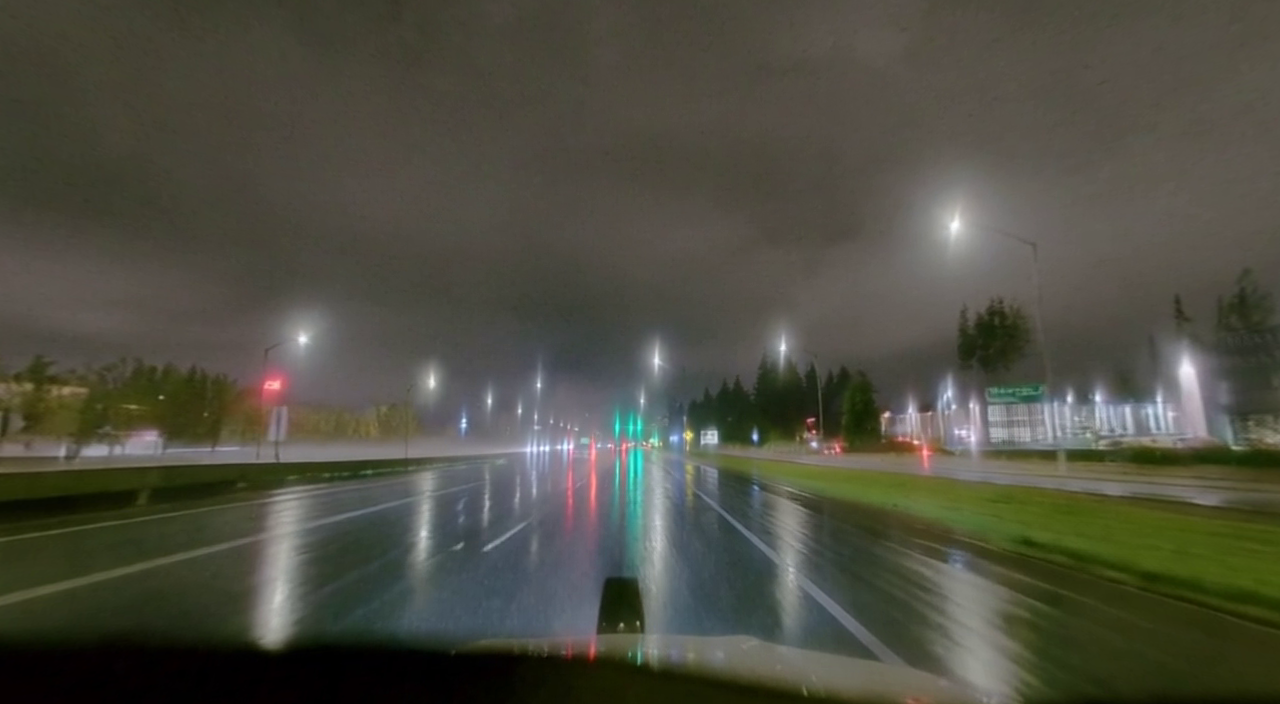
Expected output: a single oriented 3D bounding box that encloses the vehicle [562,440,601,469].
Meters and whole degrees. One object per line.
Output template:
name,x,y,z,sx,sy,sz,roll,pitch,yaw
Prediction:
vehicle,-3.829,6.836,42.359,2.150,1.761,4.697,0,-8,0
